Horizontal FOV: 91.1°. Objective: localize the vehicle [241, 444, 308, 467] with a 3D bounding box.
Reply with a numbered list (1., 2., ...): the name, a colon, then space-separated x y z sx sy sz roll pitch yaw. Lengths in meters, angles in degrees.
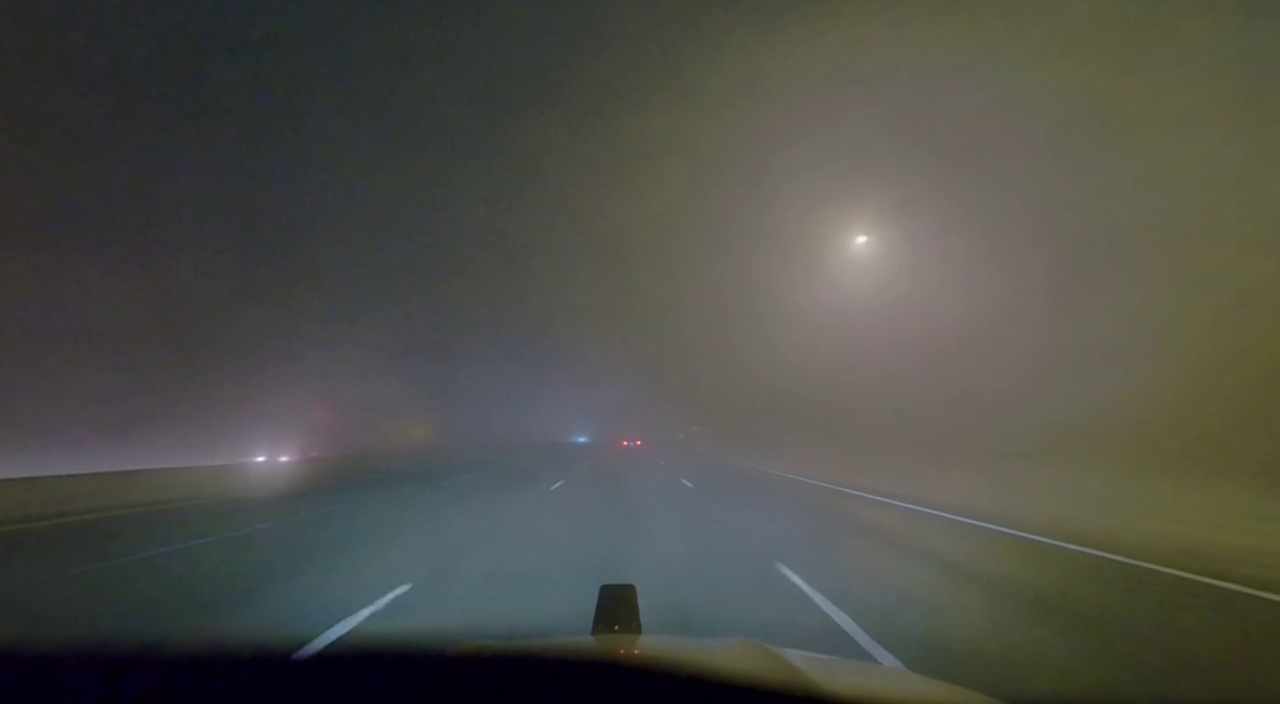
1. vehicle: -24.015 6.774 41.499 1.886 1.397 4.160 0 -8 0
